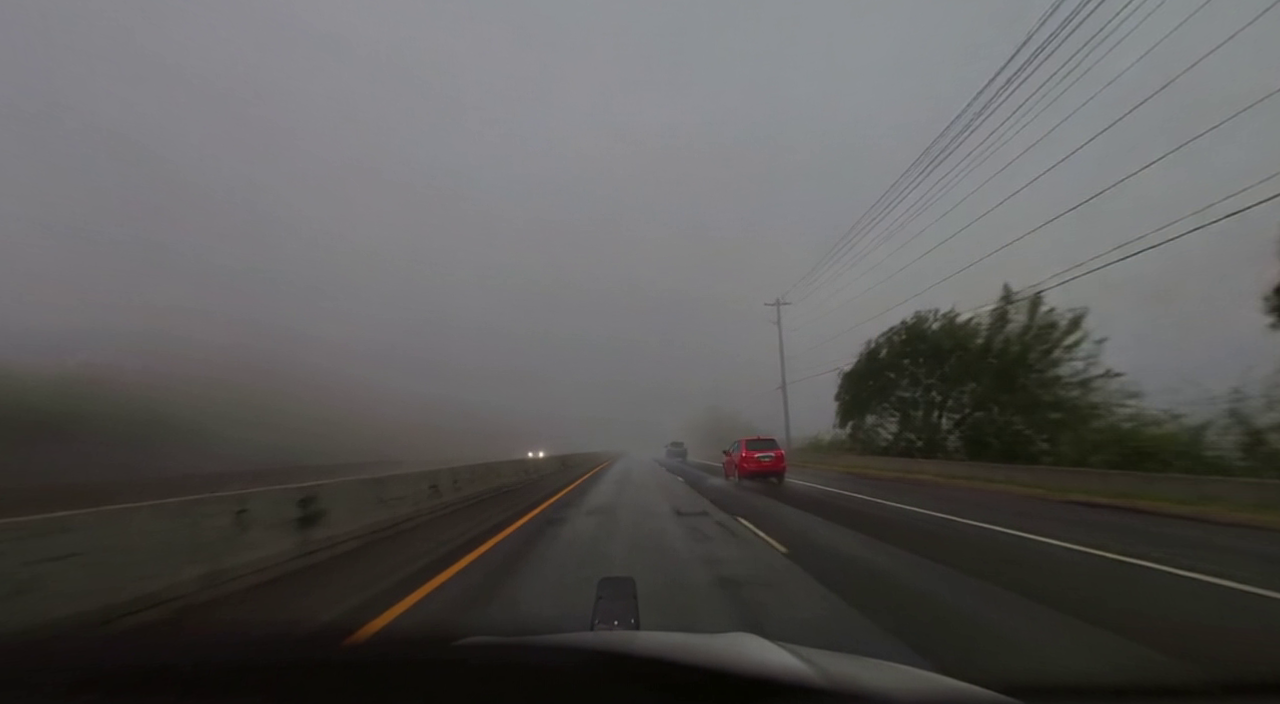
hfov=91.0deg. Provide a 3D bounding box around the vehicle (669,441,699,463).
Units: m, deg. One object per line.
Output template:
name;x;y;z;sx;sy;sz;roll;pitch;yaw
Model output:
vehicle;3.174;7.294;46.183;1.868;1.507;3.833;0;-8;-1

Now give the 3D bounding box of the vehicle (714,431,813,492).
vehicle;3.533;3.229;18.949;1.977;1.581;4.428;0;-8;-1
